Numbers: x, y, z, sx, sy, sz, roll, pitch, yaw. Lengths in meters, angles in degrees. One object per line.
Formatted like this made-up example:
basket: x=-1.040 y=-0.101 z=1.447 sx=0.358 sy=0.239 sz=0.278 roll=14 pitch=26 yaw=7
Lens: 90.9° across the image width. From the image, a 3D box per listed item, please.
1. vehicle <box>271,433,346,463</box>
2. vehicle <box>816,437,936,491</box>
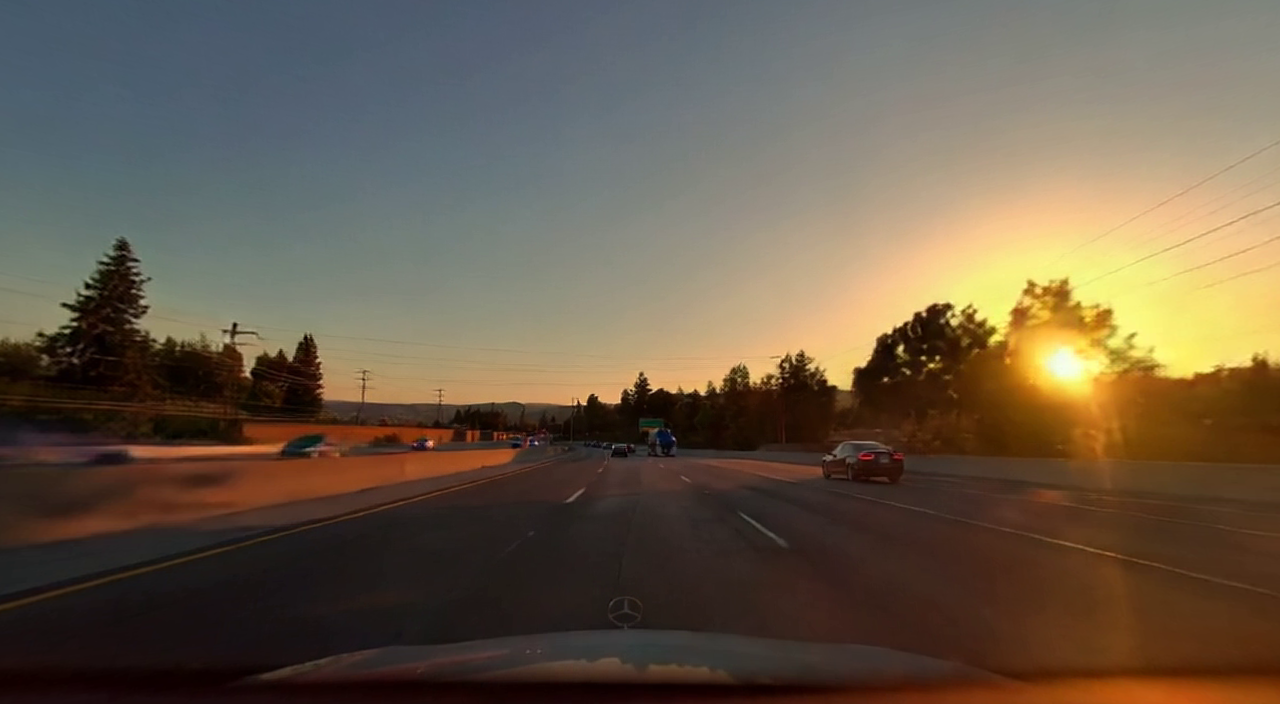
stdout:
vehicle: x=-18.998 y=5.518 z=36.417 sx=1.956 sy=1.575 sz=4.647 roll=0 pitch=-8 yaw=-2
vehicle: x=7.172 y=3.426 z=19.753 sx=1.905 sy=1.480 sz=4.624 roll=0 pitch=-8 yaw=-1
